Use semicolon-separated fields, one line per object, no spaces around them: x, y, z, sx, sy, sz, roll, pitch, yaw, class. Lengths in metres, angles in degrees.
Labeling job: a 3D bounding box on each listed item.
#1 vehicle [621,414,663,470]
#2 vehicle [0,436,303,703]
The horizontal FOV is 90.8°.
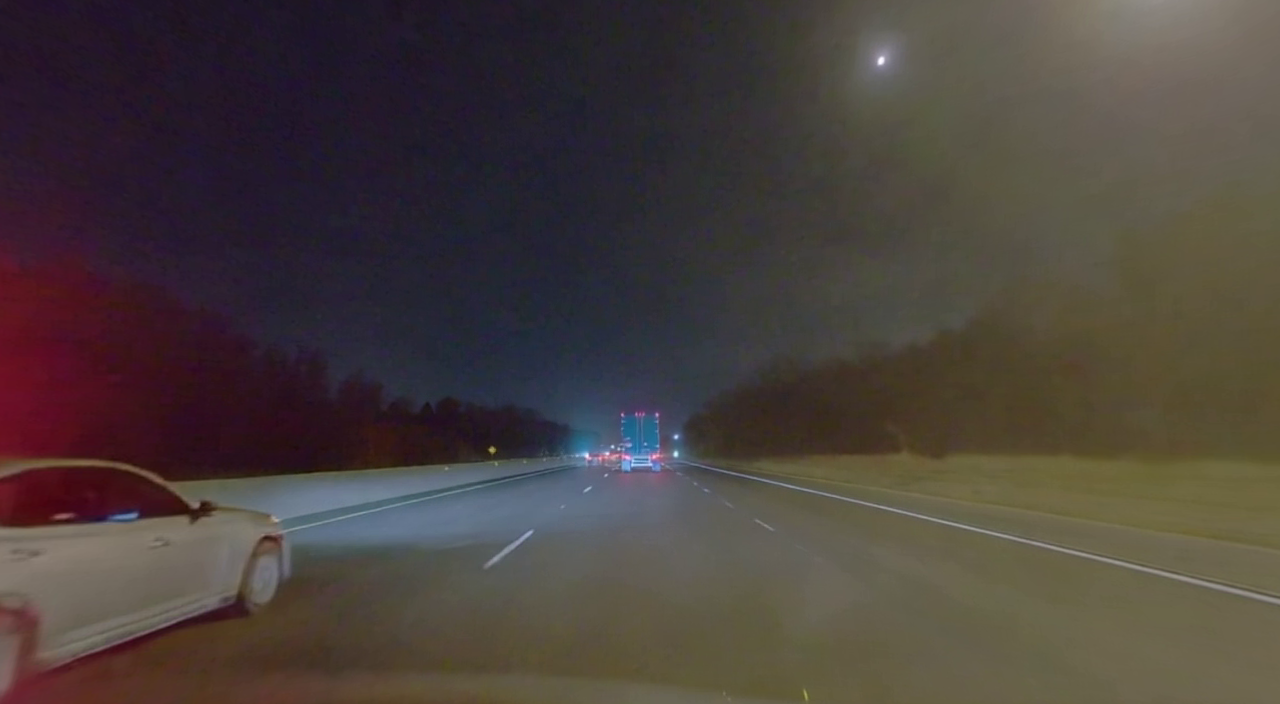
0.024;6.936;48.247;2.864;3.805;9.500;0;-9;-2;vehicle
-4.053;1.244;3.704;1.839;1.451;4.097;-1;-9;1;vehicle
